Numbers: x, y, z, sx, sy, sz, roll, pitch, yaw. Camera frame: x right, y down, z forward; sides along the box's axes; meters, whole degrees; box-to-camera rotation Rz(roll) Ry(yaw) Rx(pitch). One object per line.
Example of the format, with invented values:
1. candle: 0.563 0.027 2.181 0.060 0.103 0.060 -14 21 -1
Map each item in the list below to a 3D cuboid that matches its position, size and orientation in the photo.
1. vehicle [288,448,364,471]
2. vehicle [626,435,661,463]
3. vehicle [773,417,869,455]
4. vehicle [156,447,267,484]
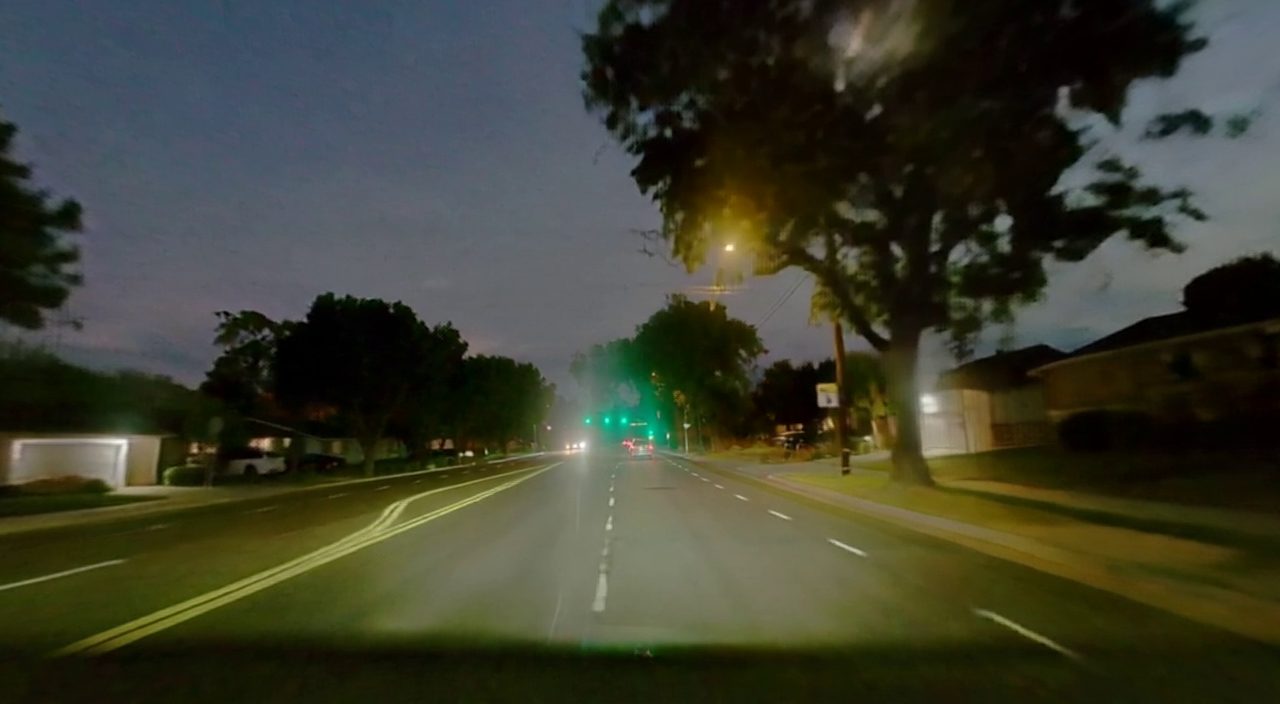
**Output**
1. vehicle: -22.252 7.624 44.883 4.363 1.503 1.859 0 -8 -3
2. vehicle: 0.159 6.618 43.187 2.215 1.799 4.426 0 -8 -2
3. vehicle: 11.863 5.542 41.620 5.577 2.450 2.199 0 -8 -3
4. vehicle: -21.386 5.651 31.645 4.206 1.721 1.807 0 -8 0
